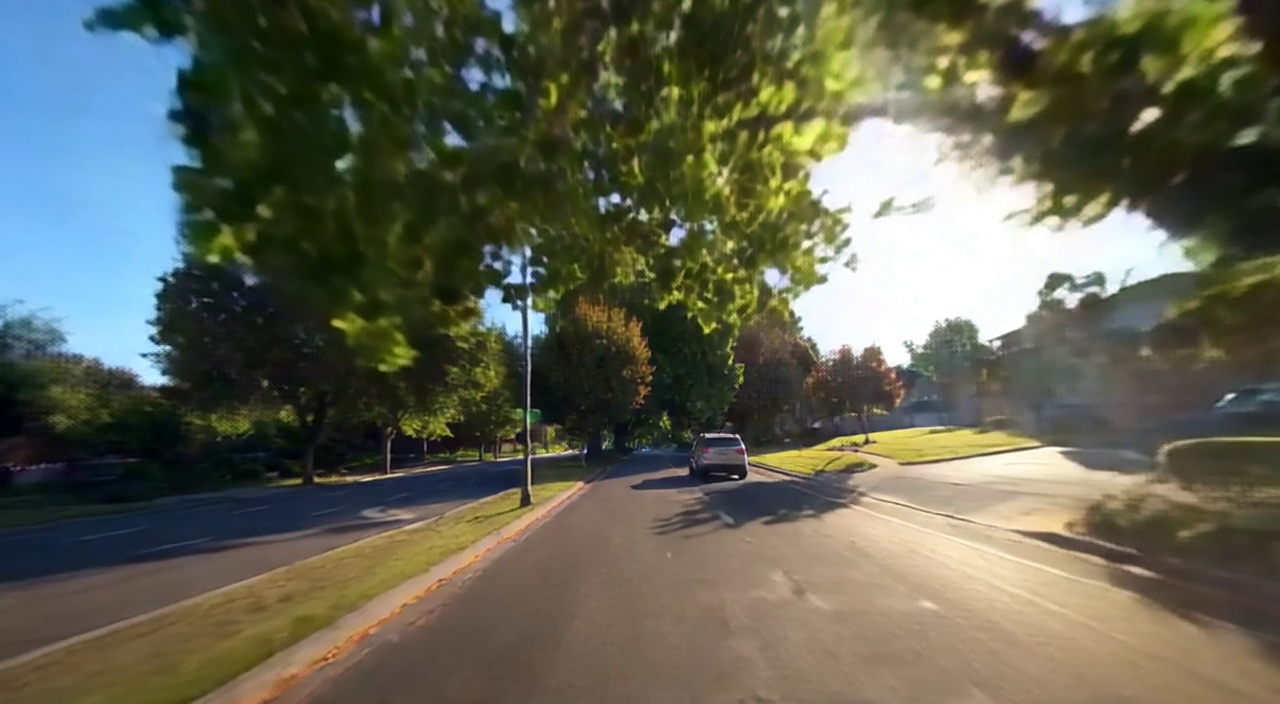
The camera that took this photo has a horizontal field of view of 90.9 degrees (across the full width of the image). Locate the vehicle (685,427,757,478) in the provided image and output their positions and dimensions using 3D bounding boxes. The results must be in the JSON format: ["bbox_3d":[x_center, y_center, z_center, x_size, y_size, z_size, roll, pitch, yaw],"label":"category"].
[{"bbox_3d":[3.024,3.896,24.578,2.180,1.773,4.639,0,-8,0],"label":"vehicle"}]
